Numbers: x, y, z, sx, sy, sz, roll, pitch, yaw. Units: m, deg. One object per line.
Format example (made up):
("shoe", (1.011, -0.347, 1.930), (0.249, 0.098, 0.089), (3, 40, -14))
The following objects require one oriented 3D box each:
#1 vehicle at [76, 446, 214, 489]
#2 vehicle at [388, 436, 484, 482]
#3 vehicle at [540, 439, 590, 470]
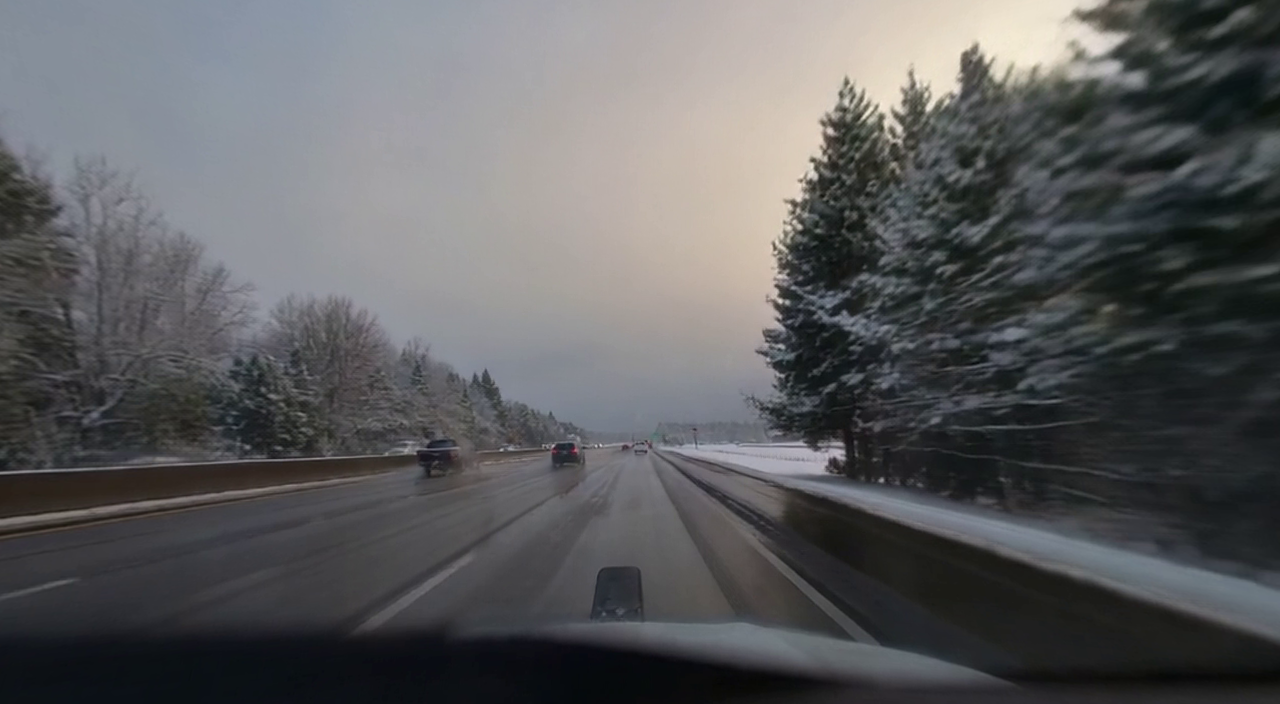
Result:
("vehicle", (-18.948, 4.400, 24.391), (1.870, 1.518, 4.168), (0, -9, 1))
("vehicle", (-7.580, 4.020, 23.928), (2.034, 1.523, 4.627), (0, -9, 1))
("vehicle", (-4.044, 5.639, 34.802), (2.083, 1.588, 4.801), (0, -9, 1))
